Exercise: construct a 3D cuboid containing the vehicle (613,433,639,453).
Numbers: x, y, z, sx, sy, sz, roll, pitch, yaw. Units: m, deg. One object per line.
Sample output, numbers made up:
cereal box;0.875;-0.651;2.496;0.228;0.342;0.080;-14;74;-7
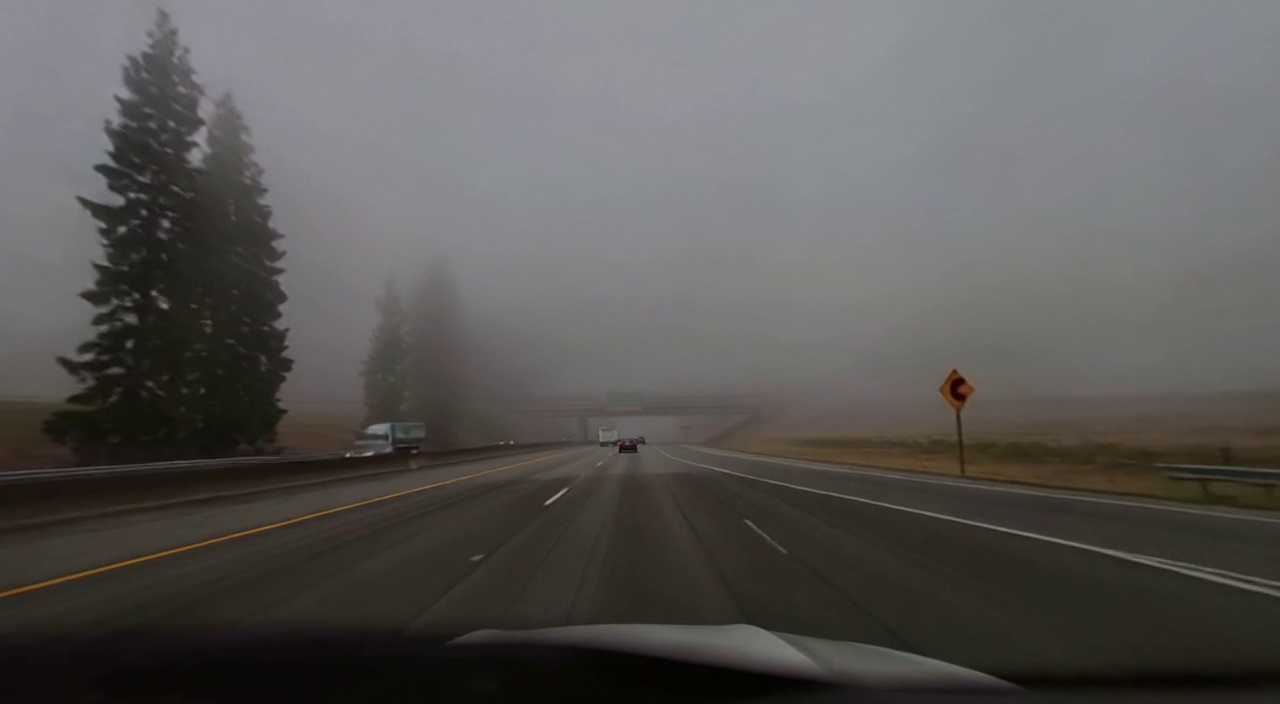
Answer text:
vehicle;-1.161;7.180;49.711;1.952;1.438;3.702;0;-8;-3
